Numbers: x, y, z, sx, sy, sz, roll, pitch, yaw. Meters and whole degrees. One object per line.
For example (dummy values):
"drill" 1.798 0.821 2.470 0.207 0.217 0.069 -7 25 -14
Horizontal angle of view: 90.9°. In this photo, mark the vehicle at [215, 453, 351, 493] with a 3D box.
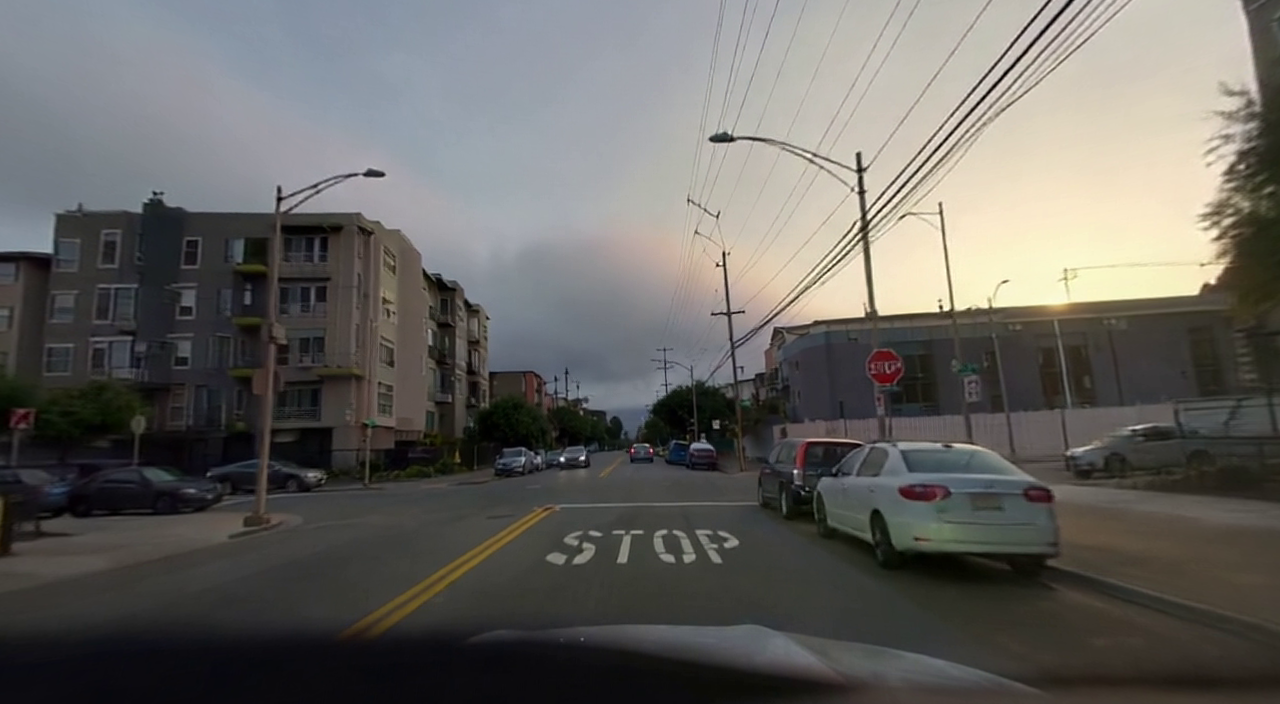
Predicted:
"vehicle" -17.144 5.817 30.462 5.354 1.773 1.991 -1 -9 0

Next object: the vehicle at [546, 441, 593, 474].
"vehicle" -4.169 6.359 38.117 2.201 1.801 4.750 -1 -9 2

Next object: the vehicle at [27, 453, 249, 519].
"vehicle" -16.429 4.383 20.889 5.392 1.808 2.324 -3 -9 1

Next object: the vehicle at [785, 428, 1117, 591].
"vehicle" 3.474 1.841 8.285 1.888 1.495 4.567 0 -9 -2

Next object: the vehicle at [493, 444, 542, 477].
"vehicle" -7.531 6.692 39.147 2.140 1.874 4.475 -1 -9 0

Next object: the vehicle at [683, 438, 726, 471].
"vehicle" 3.868 6.275 38.695 2.164 1.721 4.416 -4 -9 1
